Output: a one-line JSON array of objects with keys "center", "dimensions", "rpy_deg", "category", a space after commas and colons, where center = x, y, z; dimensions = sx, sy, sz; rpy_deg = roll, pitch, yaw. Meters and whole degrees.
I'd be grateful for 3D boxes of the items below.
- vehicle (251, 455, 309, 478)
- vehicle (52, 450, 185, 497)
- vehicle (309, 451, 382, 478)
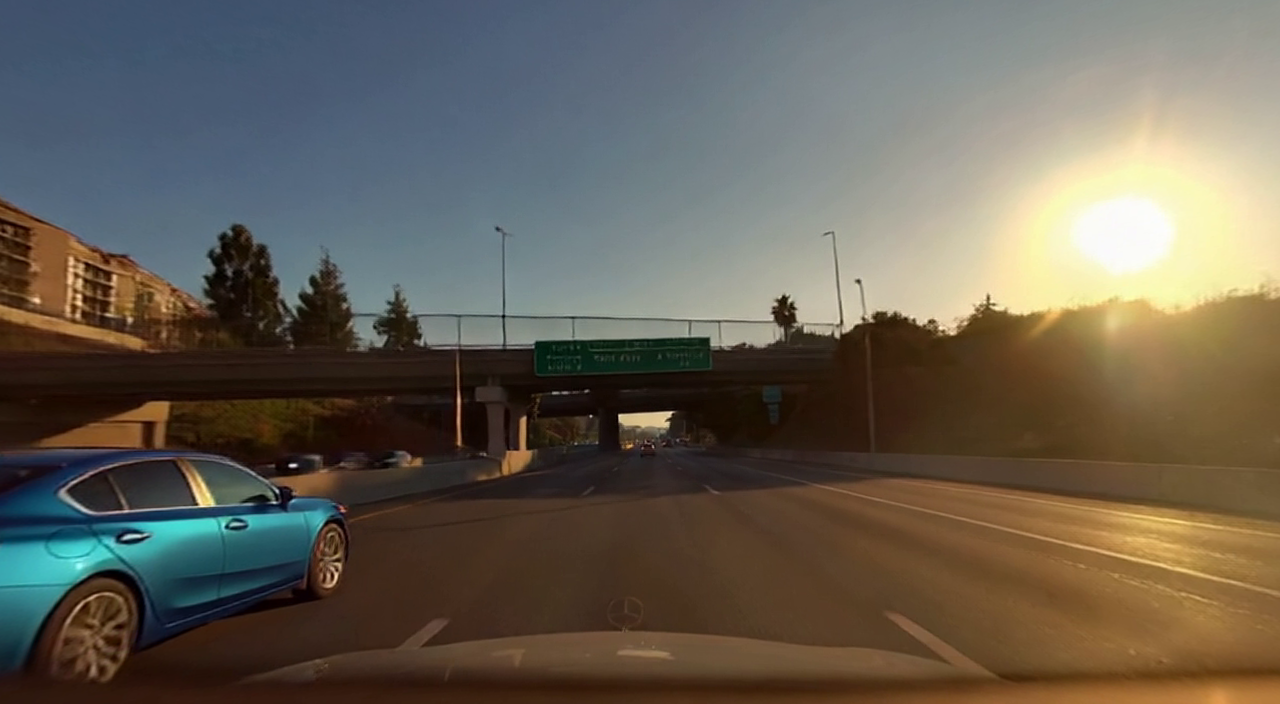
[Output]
[{"center": [-25.111, 7.976, 44.108], "dimensions": [1.791, 1.520, 3.763], "rpy_deg": [0, -8, 1], "category": "vehicle"}, {"center": [-21.421, 4.949, 26.169], "dimensions": [1.902, 1.751, 4.150], "rpy_deg": [0, -8, 0], "category": "vehicle"}, {"center": [-18.240, 6.975, 39.353], "dimensions": [2.143, 1.478, 4.829], "rpy_deg": [0, -8, 1], "category": "vehicle"}]
